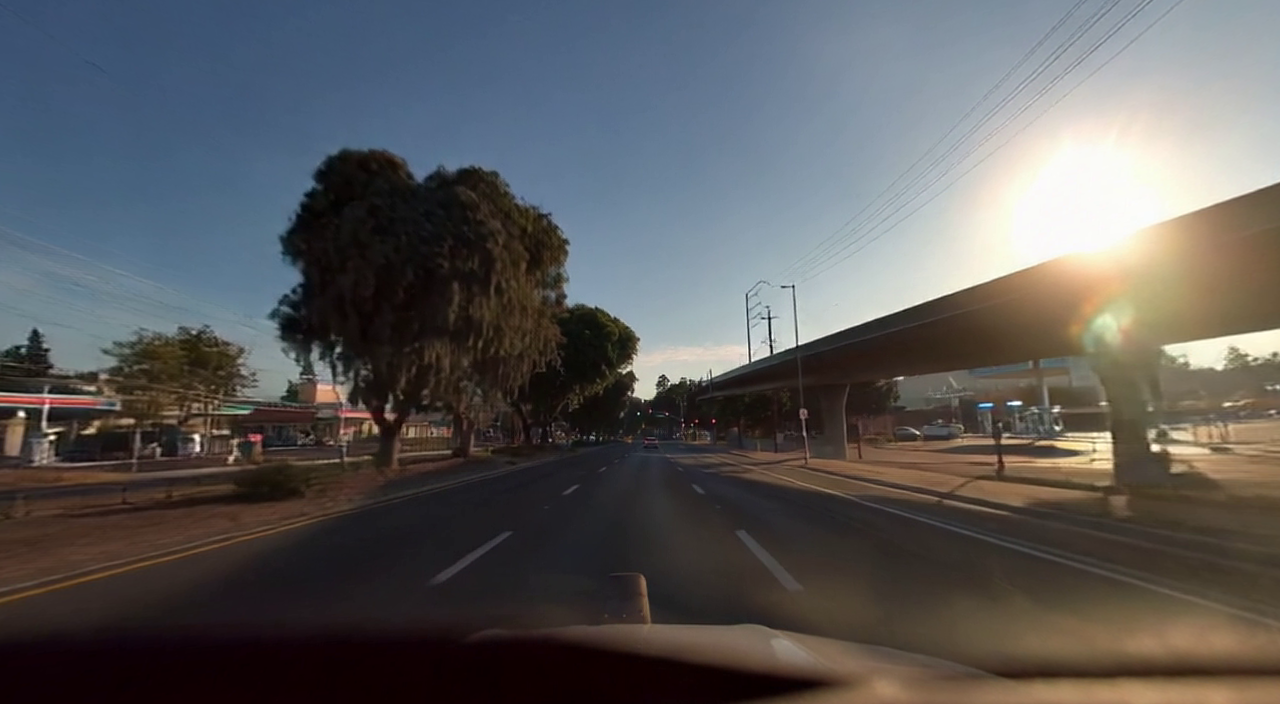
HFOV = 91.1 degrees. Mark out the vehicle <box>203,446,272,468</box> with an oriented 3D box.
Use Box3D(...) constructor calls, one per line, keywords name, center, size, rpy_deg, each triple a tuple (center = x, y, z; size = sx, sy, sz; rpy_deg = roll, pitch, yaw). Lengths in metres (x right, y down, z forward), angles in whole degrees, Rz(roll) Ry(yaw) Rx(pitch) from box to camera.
Box3D(name="vehicle", center=(-28.397, 7.385, 44.291), size=(4.488, 1.486, 1.991), rpy_deg=(-4, -9, 27))
